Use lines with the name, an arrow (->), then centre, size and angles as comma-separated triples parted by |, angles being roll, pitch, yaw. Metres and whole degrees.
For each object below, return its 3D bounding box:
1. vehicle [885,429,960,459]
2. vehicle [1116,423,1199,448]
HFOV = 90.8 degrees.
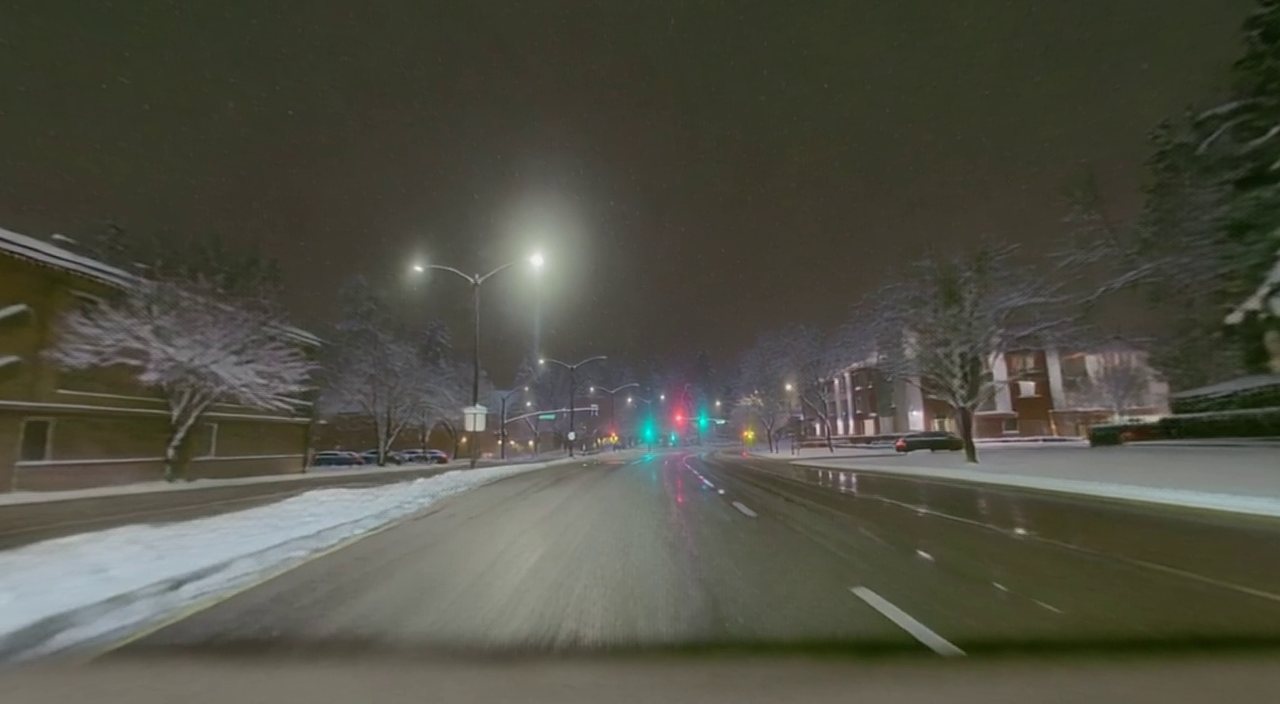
vehicle -> 20.102, 6.579, 45.192 | 2.074, 1.959, 4.793 | 2, -9, -18
vehicle -> 32.372, 5.282, 39.634 | 1.574, 1.448, 3.558 | 2, -9, -22
